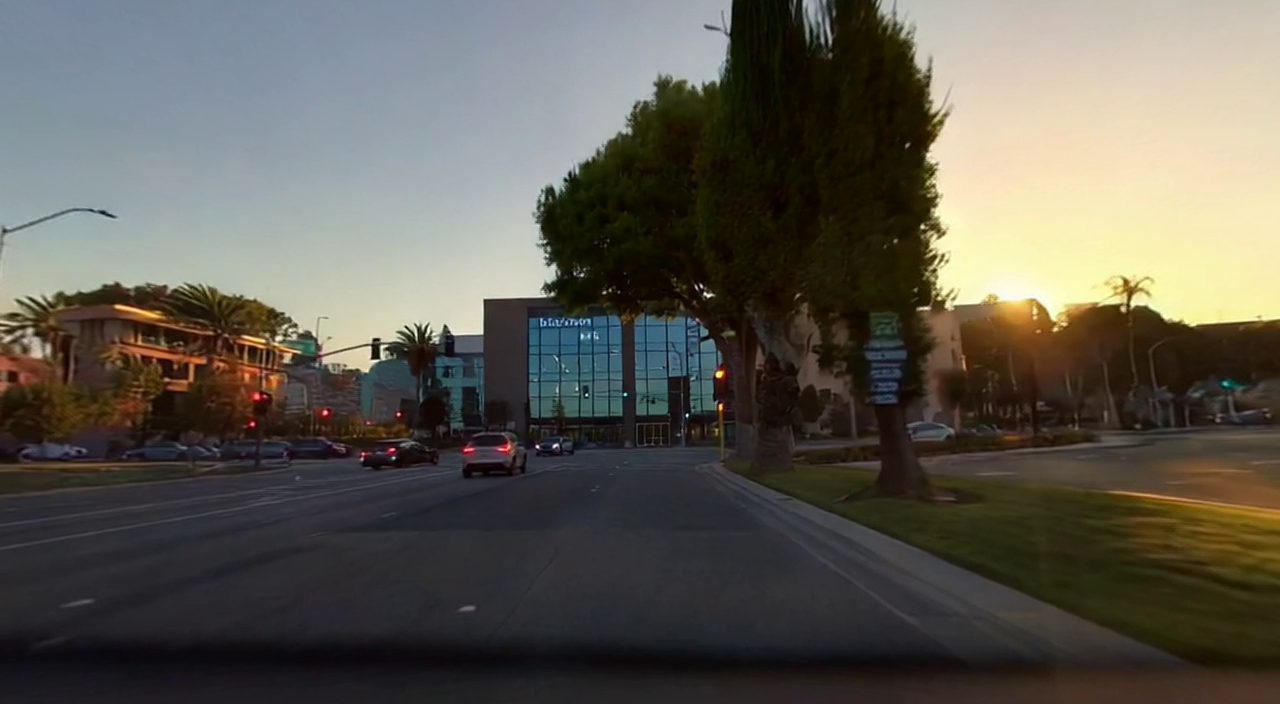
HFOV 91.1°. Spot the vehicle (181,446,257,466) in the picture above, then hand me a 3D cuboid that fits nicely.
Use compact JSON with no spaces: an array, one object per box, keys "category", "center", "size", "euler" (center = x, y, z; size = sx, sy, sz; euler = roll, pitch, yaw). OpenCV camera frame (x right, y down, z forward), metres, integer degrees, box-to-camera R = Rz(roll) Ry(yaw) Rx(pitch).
[{"category":"vehicle","center":[-32.530,8.050,48.565],"size":[4.421,1.482,1.927],"euler":[0,-8,0]}]

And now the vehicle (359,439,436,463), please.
[{"category":"vehicle","center":[-18.615,7.619,48.338],"size":[4.983,1.823,2.078],"euler":[0,-8,1]}]

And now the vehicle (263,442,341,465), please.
[{"category":"vehicle","center":[-25.847,7.761,48.146],"size":[4.664,1.735,2.178],"euler":[0,-8,1]}]

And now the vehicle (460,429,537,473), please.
[{"category":"vehicle","center":[-6.022,4.303,27.405],"size":[2.121,1.731,4.707],"euler":[0,-8,2]}]
